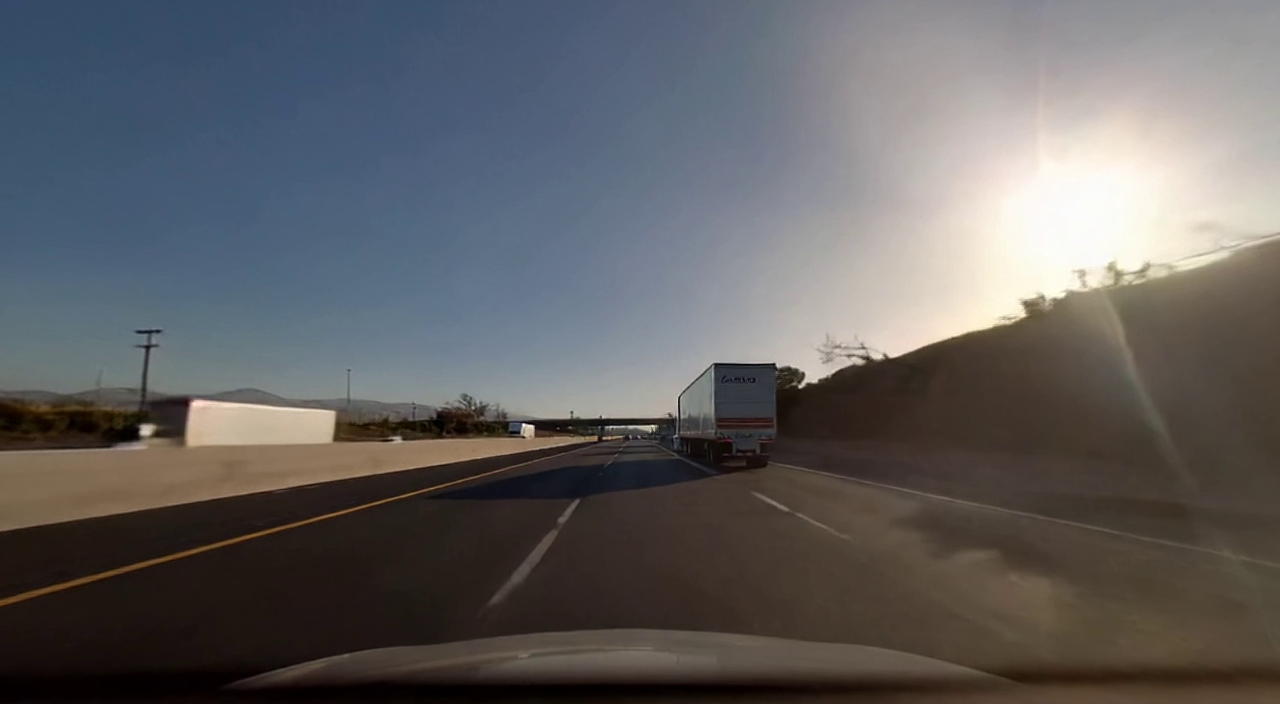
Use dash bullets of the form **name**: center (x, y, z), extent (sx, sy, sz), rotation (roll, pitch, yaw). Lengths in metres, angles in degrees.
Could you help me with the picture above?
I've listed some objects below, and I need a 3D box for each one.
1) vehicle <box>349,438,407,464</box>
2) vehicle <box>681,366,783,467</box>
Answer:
- **vehicle**: center (-16.293, 6.166, 39.284), extent (1.820, 1.506, 4.258), rotation (0, -8, 0)
- **vehicle**: center (4.145, 3.523, 32.137), extent (2.920, 4.029, 13.900), rotation (0, -8, -1)
